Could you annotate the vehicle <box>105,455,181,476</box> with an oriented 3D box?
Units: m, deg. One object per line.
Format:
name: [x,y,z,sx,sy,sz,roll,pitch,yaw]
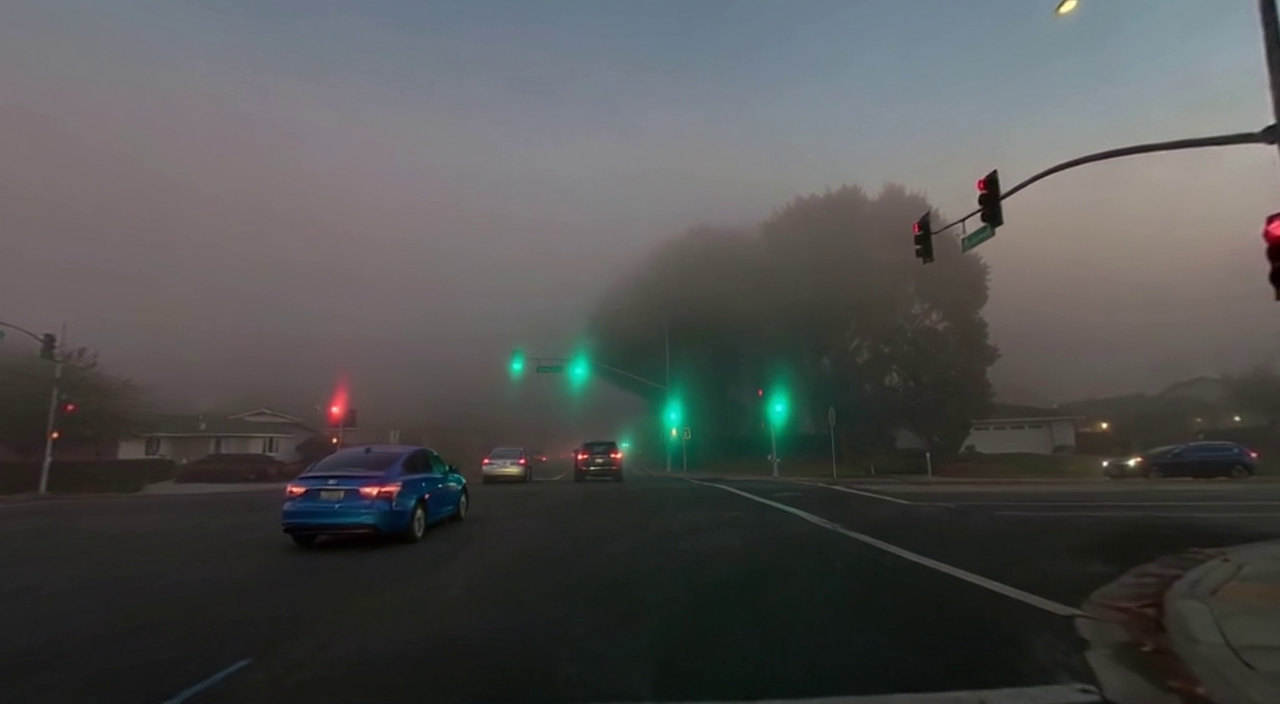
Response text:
vehicle: [-37.310,8.518,47.565,1.703,1.466,4.296,-2,-9,10]

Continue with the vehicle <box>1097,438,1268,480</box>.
vehicle: [20.081,3.974,23.611,4.353,1.431,1.876,-2,-9,11]

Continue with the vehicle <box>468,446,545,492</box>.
vehicle: [-4.655,4.099,22.658,1.934,1.459,4.368,0,-8,-2]

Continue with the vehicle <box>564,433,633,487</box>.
vehicle: [-1.581,4.118,24.430,2.396,1.881,4.606,0,-8,-3]

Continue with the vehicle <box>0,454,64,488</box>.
vehicle: [-33.085,6.217,33.304,2.113,1.603,4.222,2,-9,-13]

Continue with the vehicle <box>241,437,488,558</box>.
vehicle: [-4.017,2.176,10.323,1.977,1.488,4.741,0,-8,-1]
